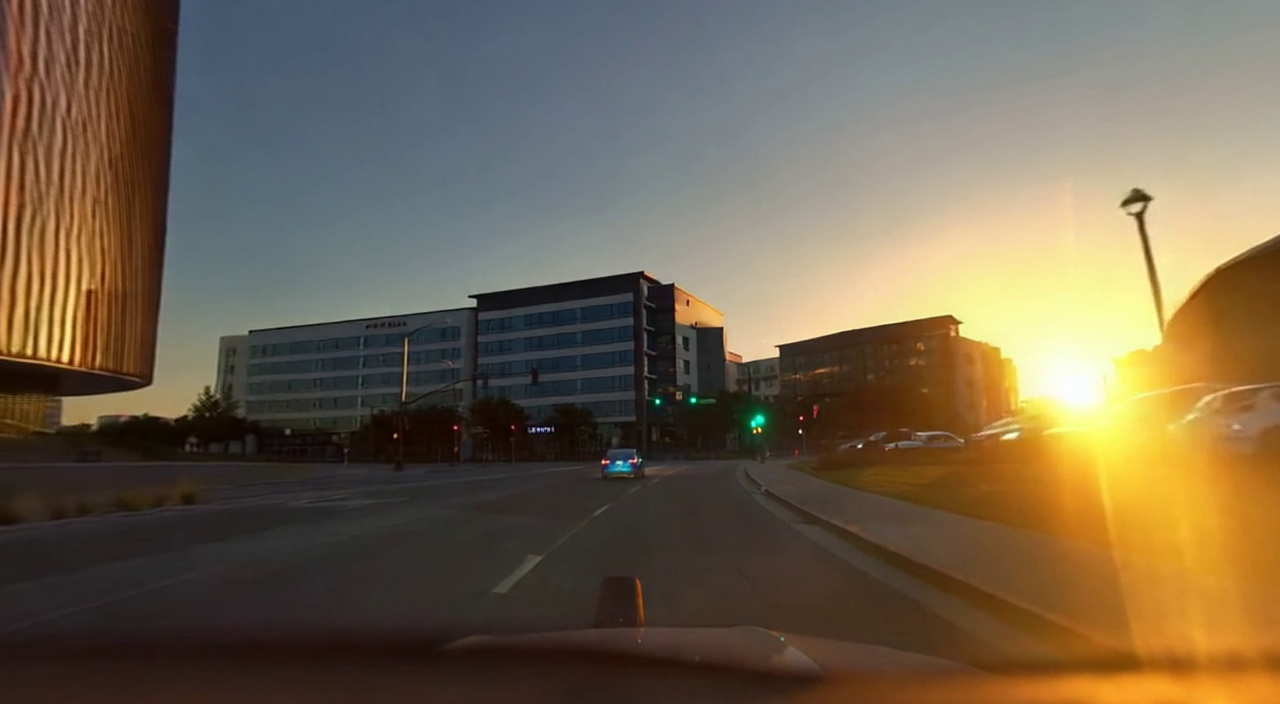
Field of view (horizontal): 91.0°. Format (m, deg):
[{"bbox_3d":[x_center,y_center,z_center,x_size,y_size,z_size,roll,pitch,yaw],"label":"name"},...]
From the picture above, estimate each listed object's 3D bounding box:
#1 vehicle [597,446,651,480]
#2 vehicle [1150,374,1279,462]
[{"bbox_3d":[-0.691,5.296,30.344,1.971,1.486,4.380,-1,-9,7],"label":"vehicle"},{"bbox_3d":[13.468,1.335,12.794,4.214,1.615,2.008,-3,-10,7],"label":"vehicle"}]
